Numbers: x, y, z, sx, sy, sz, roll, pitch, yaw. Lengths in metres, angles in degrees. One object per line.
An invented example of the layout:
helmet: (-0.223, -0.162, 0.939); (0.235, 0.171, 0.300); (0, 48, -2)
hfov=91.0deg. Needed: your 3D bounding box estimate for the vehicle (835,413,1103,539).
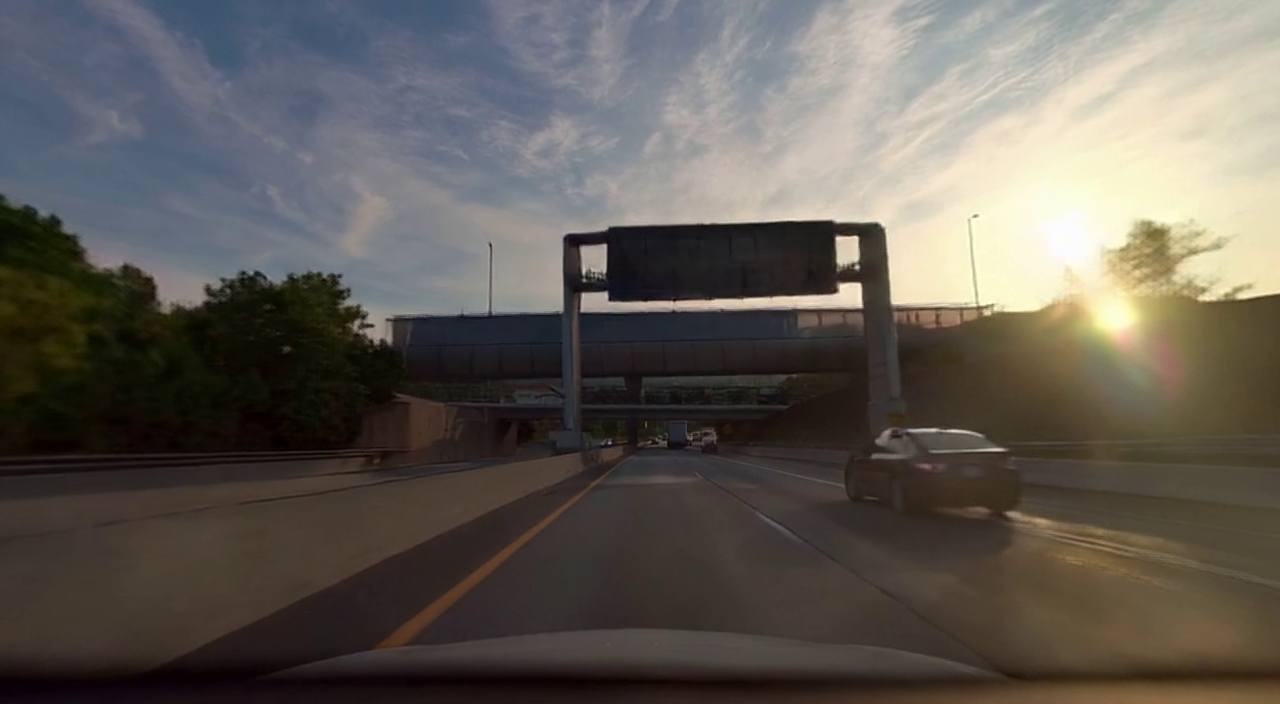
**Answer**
vehicle: (4.729, 1.841, 9.921); (1.954, 1.550, 4.140); (0, -8, 0)
